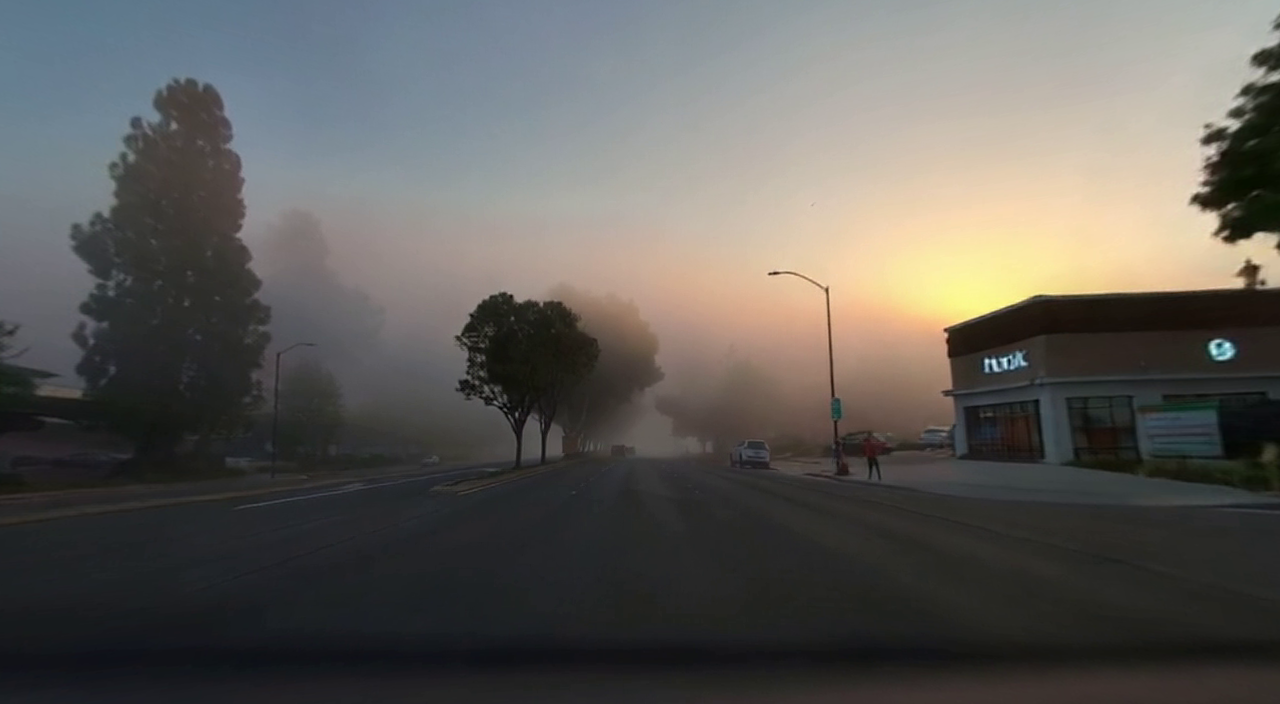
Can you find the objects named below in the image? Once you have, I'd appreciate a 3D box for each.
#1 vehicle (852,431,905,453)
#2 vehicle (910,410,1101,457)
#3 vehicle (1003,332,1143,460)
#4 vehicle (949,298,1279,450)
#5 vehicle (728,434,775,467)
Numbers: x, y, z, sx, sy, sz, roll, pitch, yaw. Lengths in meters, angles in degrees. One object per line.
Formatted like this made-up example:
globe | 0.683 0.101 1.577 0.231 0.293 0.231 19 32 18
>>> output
vehicle | 14.497 5.495 38.369 3.386 1.301 0.852 4 -9 -25
vehicle | 15.238 3.472 26.378 6.592 1.676 4.007 5 -10 -29
vehicle | 17.591 1.911 25.332 9.886 4.618 0.062 5 -10 -30
vehicle | 24.182 1.309 30.227 16.415 6.611 1.394 -5 -10 26
vehicle | 6.839 6.105 39.164 1.954 1.907 4.736 0 -8 -1
